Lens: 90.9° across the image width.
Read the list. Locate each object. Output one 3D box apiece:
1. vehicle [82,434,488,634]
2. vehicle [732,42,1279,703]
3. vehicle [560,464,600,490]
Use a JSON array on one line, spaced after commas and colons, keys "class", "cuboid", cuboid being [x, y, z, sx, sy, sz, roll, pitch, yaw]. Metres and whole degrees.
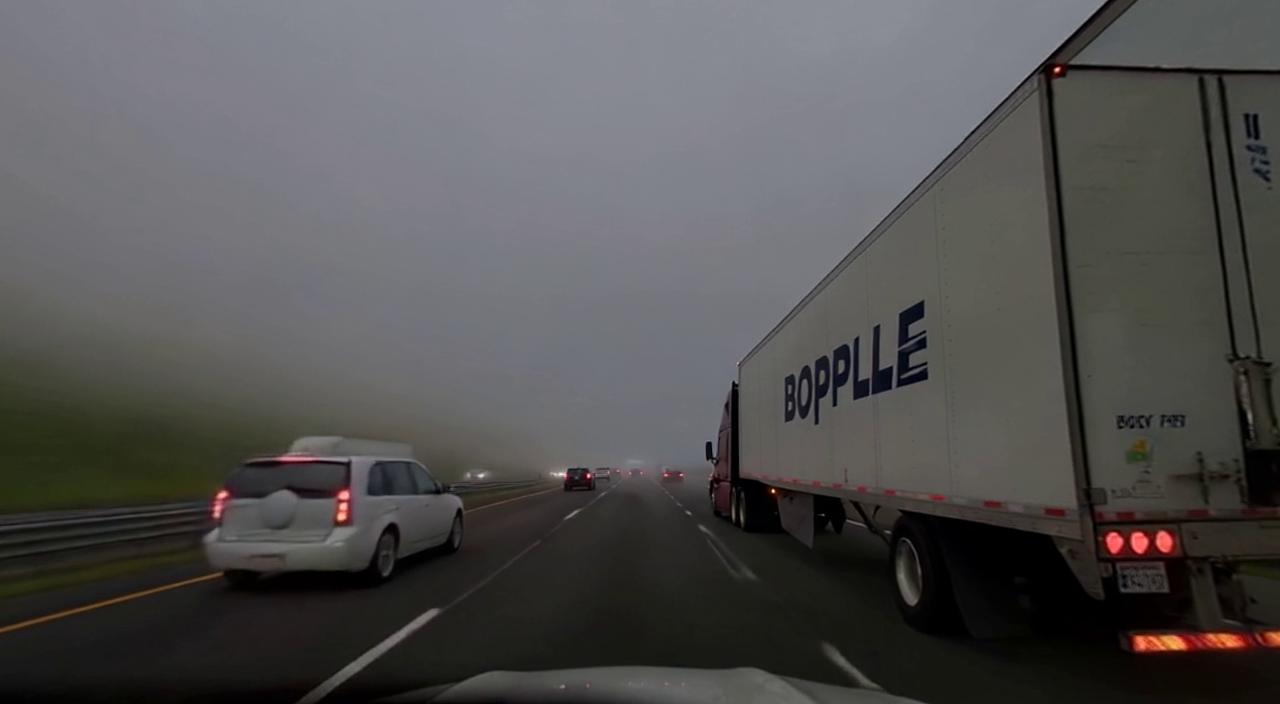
[{"class": "vehicle", "cuboid": [-3.277, 1.816, 7.095, 2.021, 1.505, 4.286, 1, -11, 0]}, {"class": "vehicle", "cuboid": [4.085, 1.311, 10.605, 2.839, 4.062, 14.051, 1, -11, 0]}, {"class": "vehicle", "cuboid": [-3.907, 8.274, 41.697, 2.088, 1.566, 4.853, 1, -11, 1]}]
